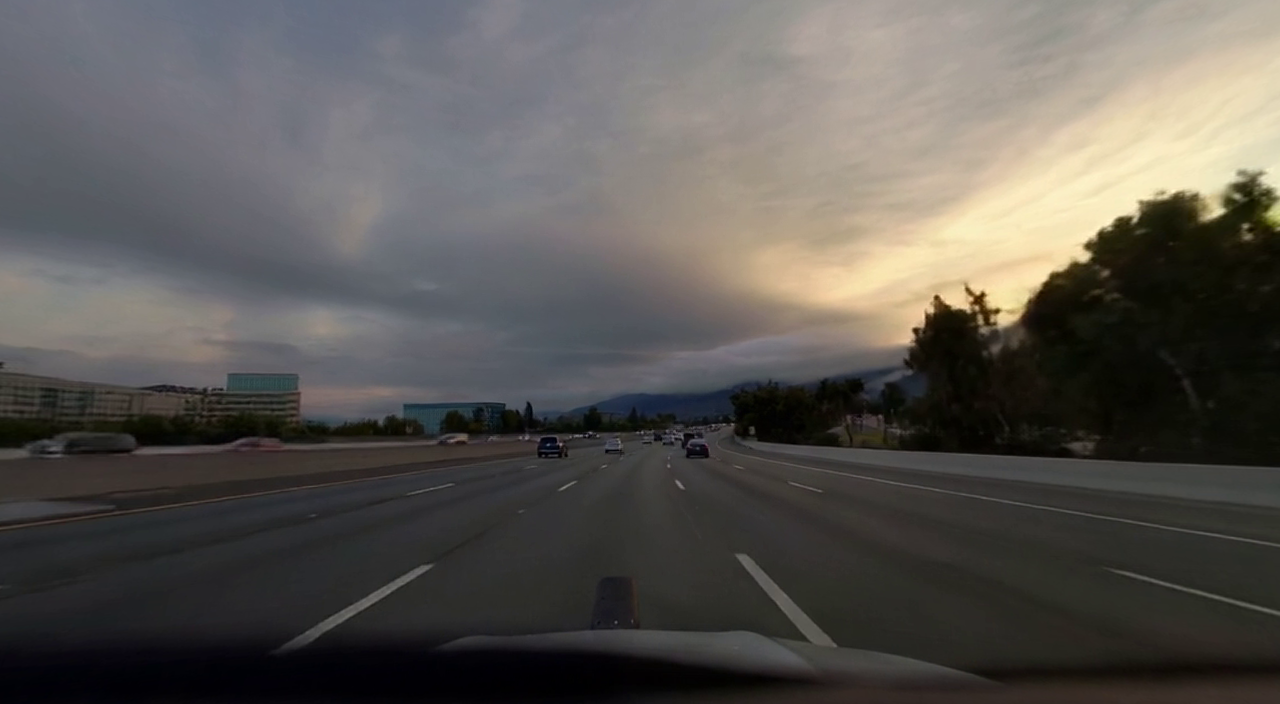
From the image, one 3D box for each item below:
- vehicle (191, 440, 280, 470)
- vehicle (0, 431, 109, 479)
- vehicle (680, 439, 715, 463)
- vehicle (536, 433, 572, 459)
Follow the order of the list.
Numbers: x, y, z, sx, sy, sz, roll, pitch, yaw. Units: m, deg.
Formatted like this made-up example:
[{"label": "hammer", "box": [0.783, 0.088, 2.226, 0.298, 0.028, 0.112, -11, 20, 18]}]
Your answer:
[{"label": "vehicle", "box": [-22.920, 5.826, 36.012, 1.851, 1.579, 4.577, -1, -9, 3]}, {"label": "vehicle", "box": [-26.977, 4.614, 28.400, 1.949, 1.947, 4.685, 0, -9, 1]}, {"label": "vehicle", "box": [3.755, 6.571, 41.921, 1.967, 1.475, 4.080, 0, -9, 1]}, {"label": "vehicle", "box": [-6.467, 7.174, 47.979, 2.009, 1.850, 4.338, 0, -9, 2]}]
